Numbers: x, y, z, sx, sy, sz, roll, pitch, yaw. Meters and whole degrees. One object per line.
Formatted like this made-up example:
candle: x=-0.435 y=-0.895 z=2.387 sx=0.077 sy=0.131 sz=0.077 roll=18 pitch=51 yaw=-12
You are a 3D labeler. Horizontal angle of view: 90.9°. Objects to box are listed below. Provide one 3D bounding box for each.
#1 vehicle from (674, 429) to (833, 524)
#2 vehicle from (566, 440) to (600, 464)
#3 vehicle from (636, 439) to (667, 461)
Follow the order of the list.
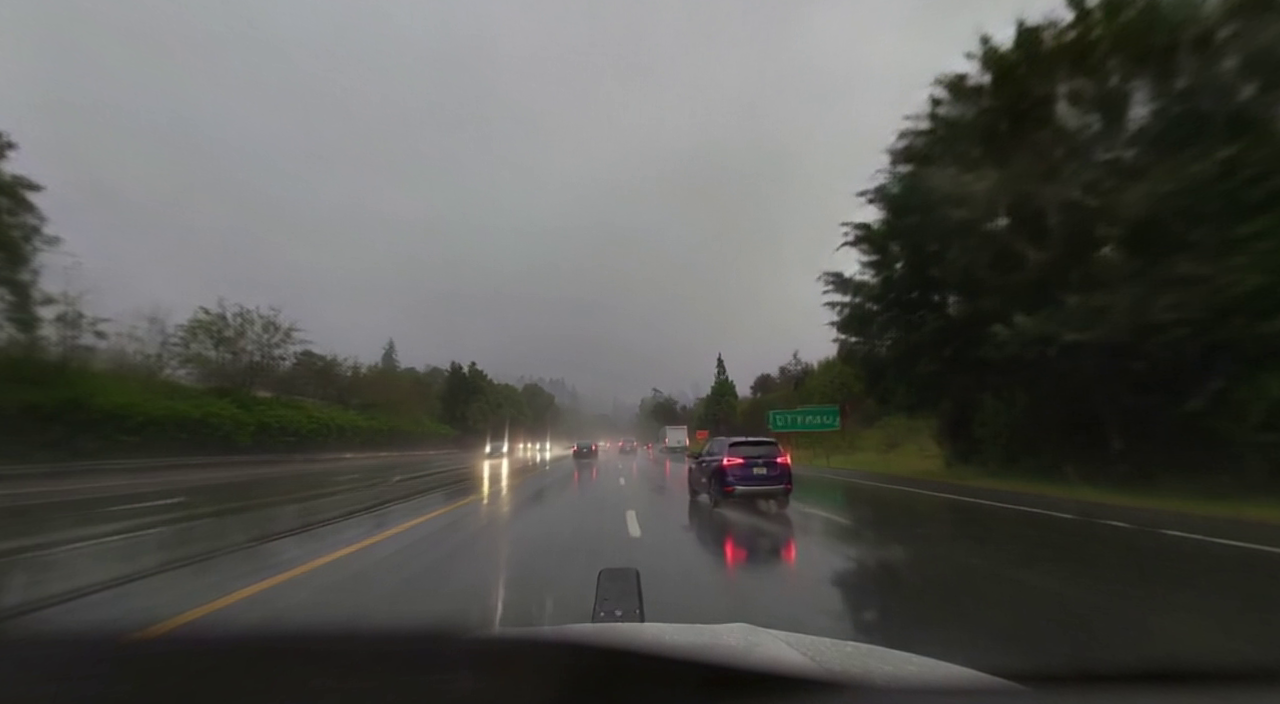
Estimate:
vehicle: x=1.965 y=2.328 z=12.559 sx=1.961 sy=1.495 sz=4.743 roll=1 pitch=-8 yaw=-4
vehicle: x=-3.656 y=6.459 z=41.017 sx=2.055 sy=1.466 sz=4.317 roll=0 pitch=-8 yaw=-3
vehicle: x=0.823 y=7.221 z=46.693 sx=1.995 sy=1.556 sz=3.893 roll=1 pitch=-8 yaw=-4
